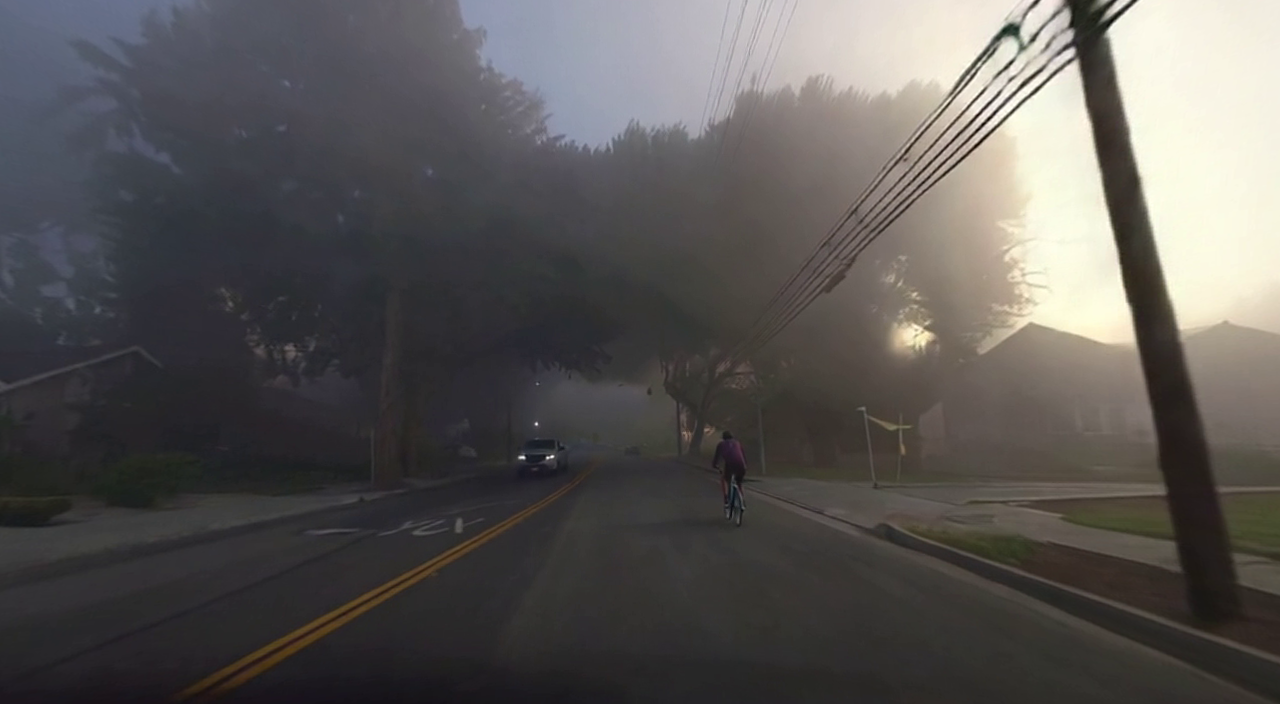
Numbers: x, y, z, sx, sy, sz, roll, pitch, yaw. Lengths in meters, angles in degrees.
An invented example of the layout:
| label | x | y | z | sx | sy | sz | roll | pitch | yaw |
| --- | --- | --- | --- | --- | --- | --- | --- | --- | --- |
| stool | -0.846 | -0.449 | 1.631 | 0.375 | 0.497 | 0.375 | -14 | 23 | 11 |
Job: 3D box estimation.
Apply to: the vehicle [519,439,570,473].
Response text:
| label | x | y | z | sx | sy | sz | roll | pitch | yaw |
| --- | --- | --- | --- | --- | --- | --- | --- | --- | --- |
| vehicle | -5.247 | 5.811 | 35.377 | 2.073 | 1.761 | 4.589 | 0 | -8 | 1 |
